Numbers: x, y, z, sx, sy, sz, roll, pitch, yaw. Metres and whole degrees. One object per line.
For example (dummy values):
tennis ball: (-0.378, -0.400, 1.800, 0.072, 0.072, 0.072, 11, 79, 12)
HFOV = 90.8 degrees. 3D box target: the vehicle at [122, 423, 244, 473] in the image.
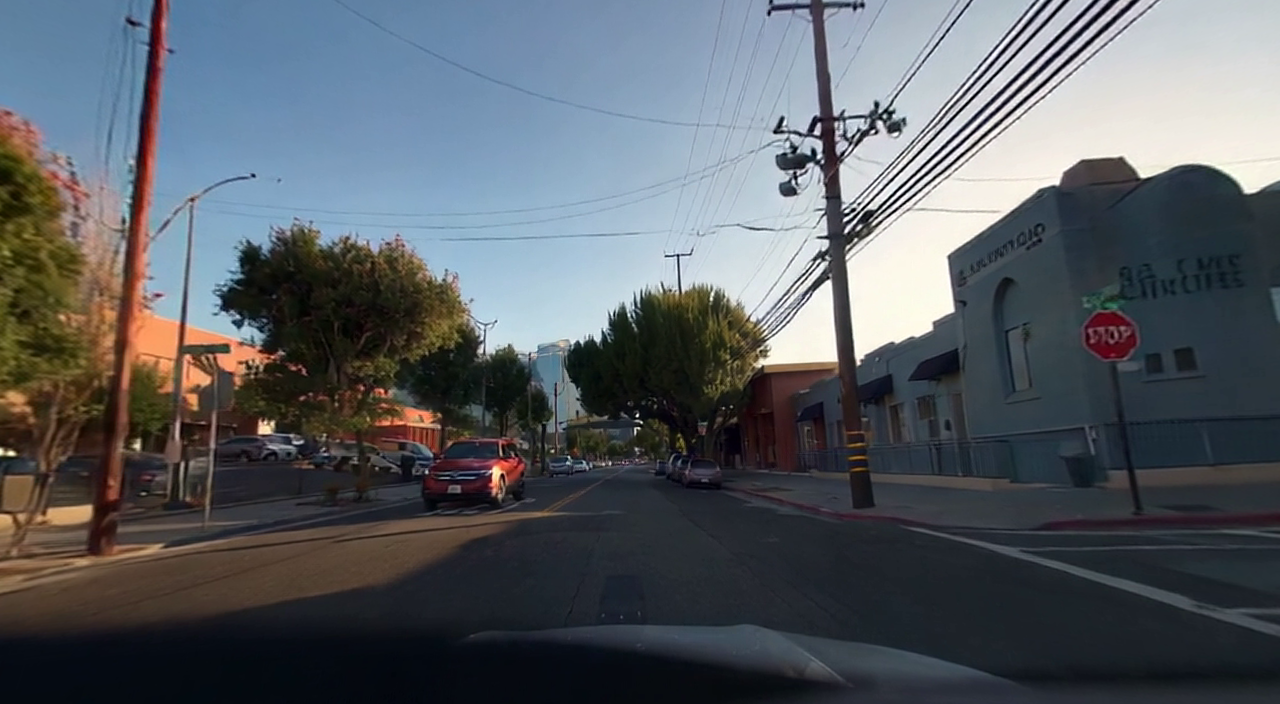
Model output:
vehicle: (-27.398, 5.781, 38.320, 2.249, 2.760, 6.636, 0, -8, 1)

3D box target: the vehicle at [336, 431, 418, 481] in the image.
vehicle: (-15.842, 6.342, 38.575, 2.715, 2.789, 6.225, 1, -9, -4)

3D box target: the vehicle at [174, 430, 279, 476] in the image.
vehicle: (-24.705, 6.045, 38.141, 2.288, 2.514, 5.886, 0, -8, 1)

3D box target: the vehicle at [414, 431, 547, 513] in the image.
vehicle: (-4.234, 3.265, 17.815, 2.495, 1.966, 4.846, 0, -8, 0)

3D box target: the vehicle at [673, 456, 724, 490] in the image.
vehicle: (2.696, 5.672, 29.804, 1.877, 1.373, 3.854, 0, -8, -3)

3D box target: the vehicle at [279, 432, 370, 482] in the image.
vehicle: (-18.778, 6.208, 38.062, 2.256, 2.668, 5.979, -1, -7, 1)
